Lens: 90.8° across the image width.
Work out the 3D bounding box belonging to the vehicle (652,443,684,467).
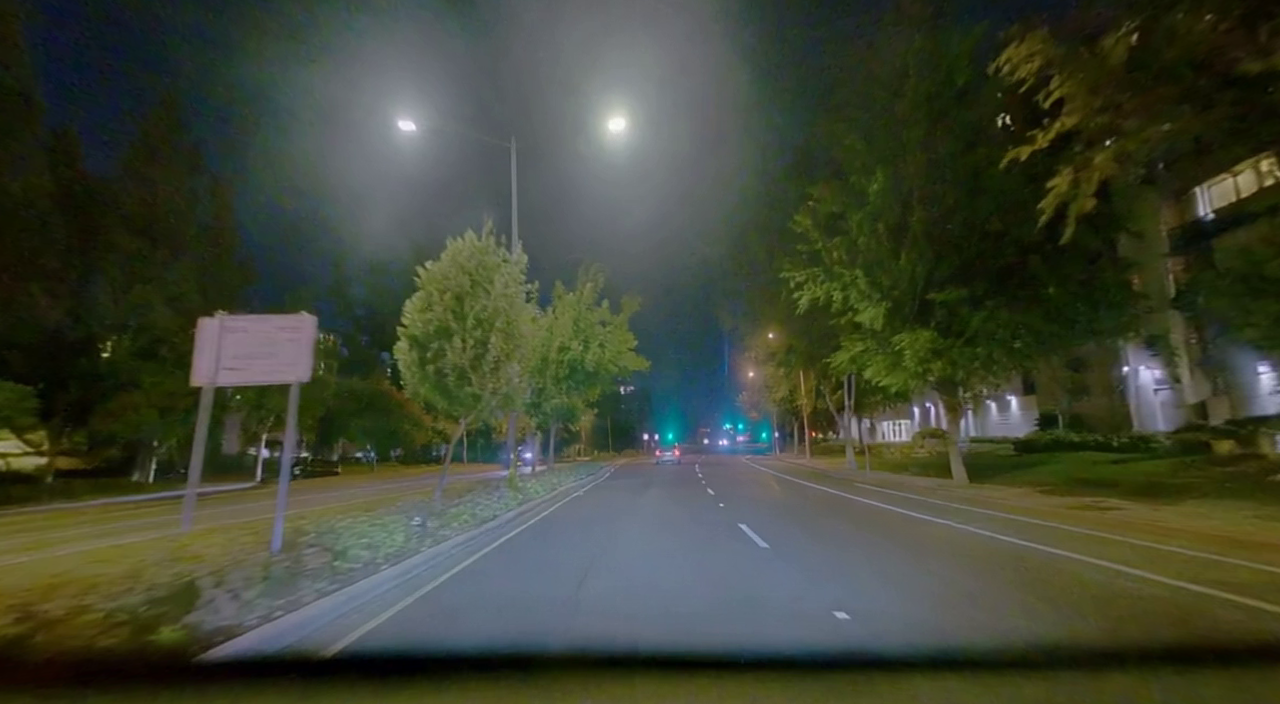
[{"bbox_3d":[2.010,7.206,44.383,2.037,1.568,3.693,-1,-9,5],"label":"vehicle"}]

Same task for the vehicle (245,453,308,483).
[{"bbox_3d":[-26.485,8.468,46.239,1.961,1.865,4.266,-5,-8,3],"label":"vehicle"}]

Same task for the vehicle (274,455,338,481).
[{"bbox_3d":[-23.796,8.280,45.258,1.956,1.637,4.323,-1,-9,5],"label":"vehicle"}]

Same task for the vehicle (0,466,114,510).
[{"bbox_3d":[-25.295,5.726,26.855,1.849,1.438,4.725,-3,-8,0],"label":"vehicle"}]
